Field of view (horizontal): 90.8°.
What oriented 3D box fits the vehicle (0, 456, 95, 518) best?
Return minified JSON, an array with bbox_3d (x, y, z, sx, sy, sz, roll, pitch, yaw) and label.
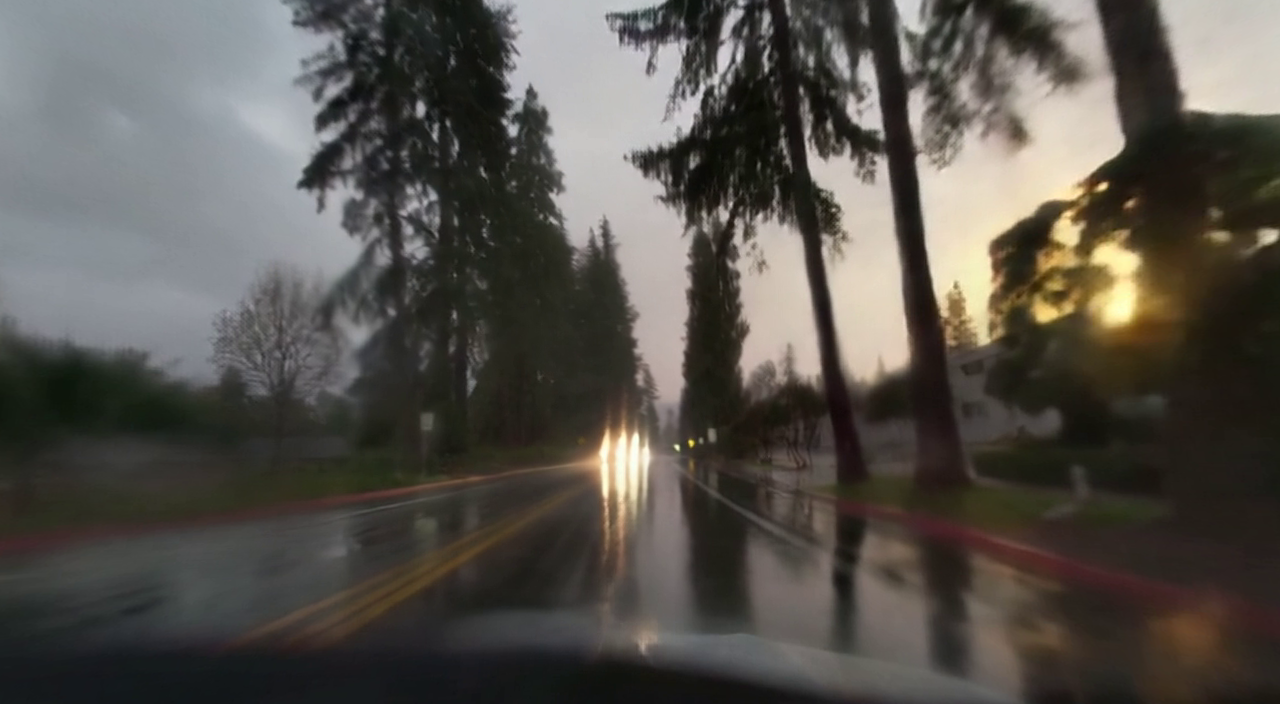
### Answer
[{"bbox_3d":[-40.905,9.049,42.148,2.713,3.659,9.203,-2,-11,-13],"label":"vehicle"}]
